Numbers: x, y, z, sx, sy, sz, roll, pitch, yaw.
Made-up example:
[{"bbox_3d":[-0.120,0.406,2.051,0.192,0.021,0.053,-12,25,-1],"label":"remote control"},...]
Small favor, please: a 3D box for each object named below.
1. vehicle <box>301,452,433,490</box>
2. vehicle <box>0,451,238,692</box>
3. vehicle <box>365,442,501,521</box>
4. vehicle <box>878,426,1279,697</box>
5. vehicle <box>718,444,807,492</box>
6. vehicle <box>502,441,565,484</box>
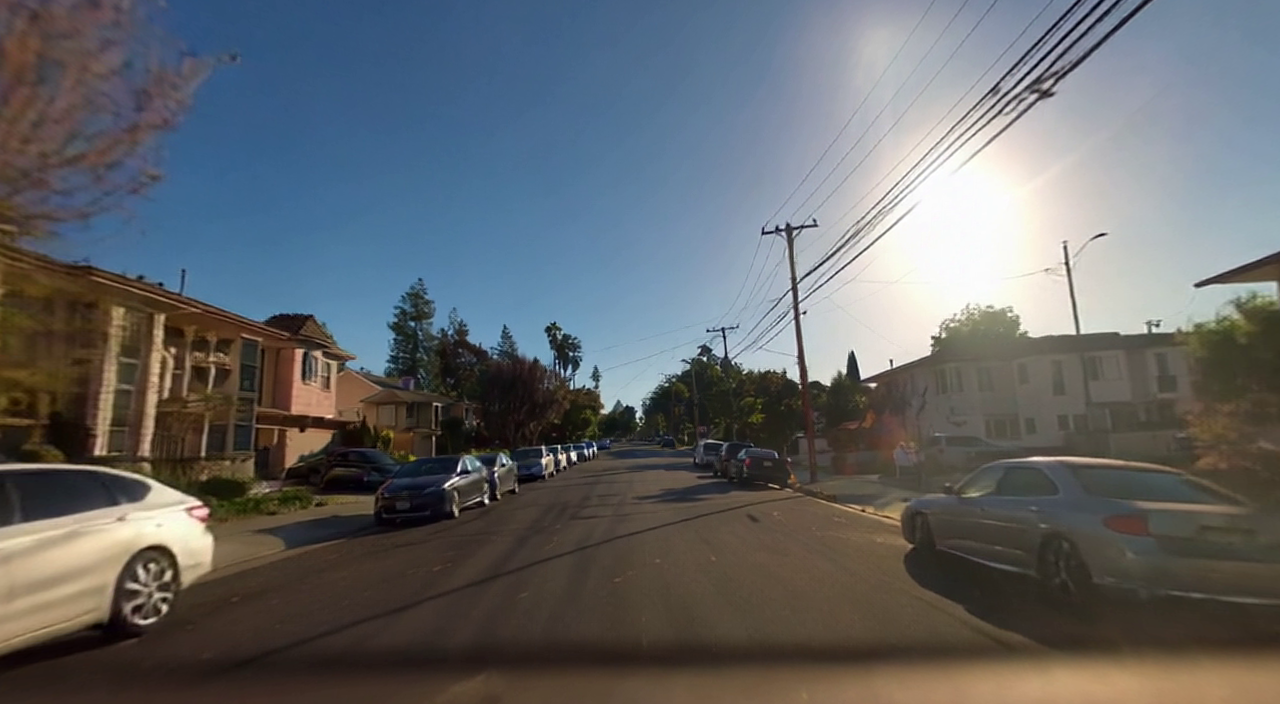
[{"bbox_3d":[-11.611,5.074,27.133,4.754,1.511,2.008,0,-8,-2],"label":"vehicle"},{"bbox_3d":[-5.143,1.417,4.043,2.109,1.501,4.522,0,-8,1],"label":"vehicle"},{"bbox_3d":[-5.083,3.201,16.249,2.032,1.716,4.382,0,-8,0],"label":"vehicle"},{"bbox_3d":[4.212,1.581,6.075,2.057,1.511,4.858,1,-9,1],"label":"vehicle"},{"bbox_3d":[4.253,4.097,22.764,2.174,1.504,4.809,0,-8,-1],"label":"vehicle"},{"bbox_3d":[-5.295,5.538,32.158,2.184,1.958,5.757,0,-8,0],"label":"vehicle"}]
